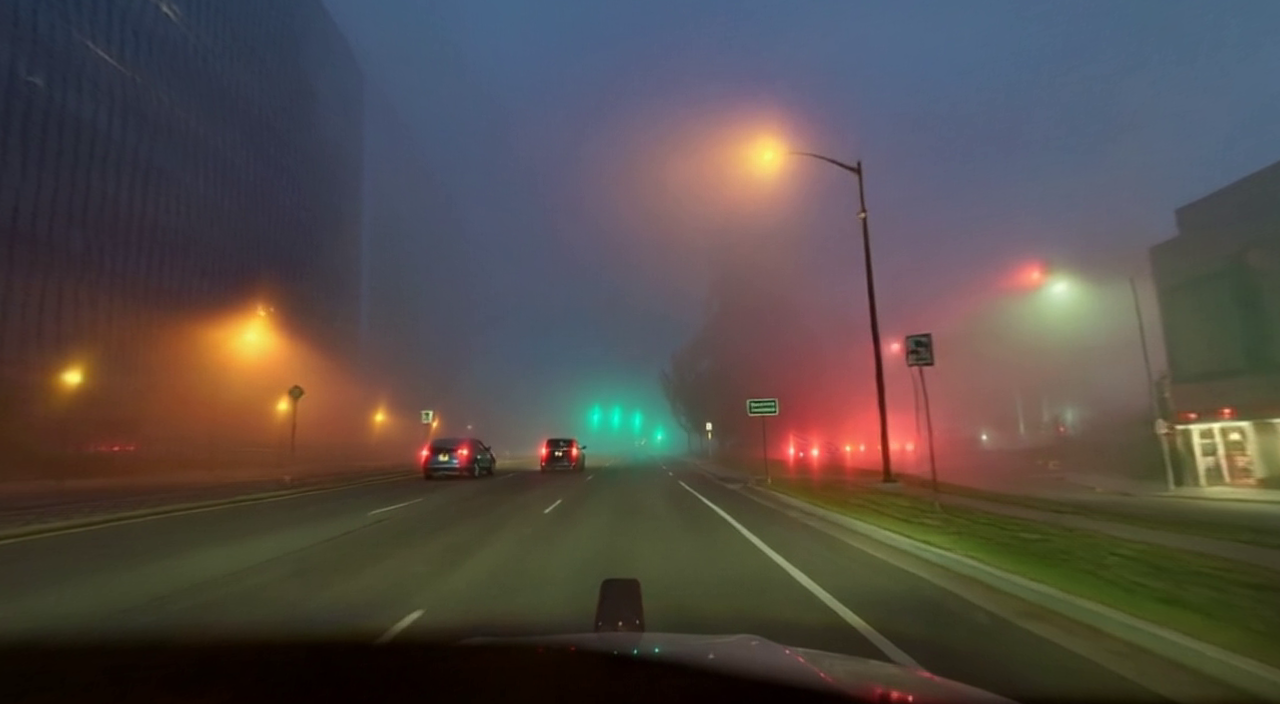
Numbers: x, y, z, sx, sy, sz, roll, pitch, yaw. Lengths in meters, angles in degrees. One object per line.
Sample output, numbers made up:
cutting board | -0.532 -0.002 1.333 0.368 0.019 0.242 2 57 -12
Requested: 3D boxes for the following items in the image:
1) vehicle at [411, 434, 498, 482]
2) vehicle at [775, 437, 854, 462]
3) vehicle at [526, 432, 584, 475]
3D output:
vehicle | -6.846 3.963 23.878 1.909 1.605 4.561 0 -9 0
vehicle | 11.161 6.267 40.678 4.513 1.541 1.948 -1 -9 5
vehicle | -3.694 4.513 28.247 2.052 1.729 4.195 0 -9 0
